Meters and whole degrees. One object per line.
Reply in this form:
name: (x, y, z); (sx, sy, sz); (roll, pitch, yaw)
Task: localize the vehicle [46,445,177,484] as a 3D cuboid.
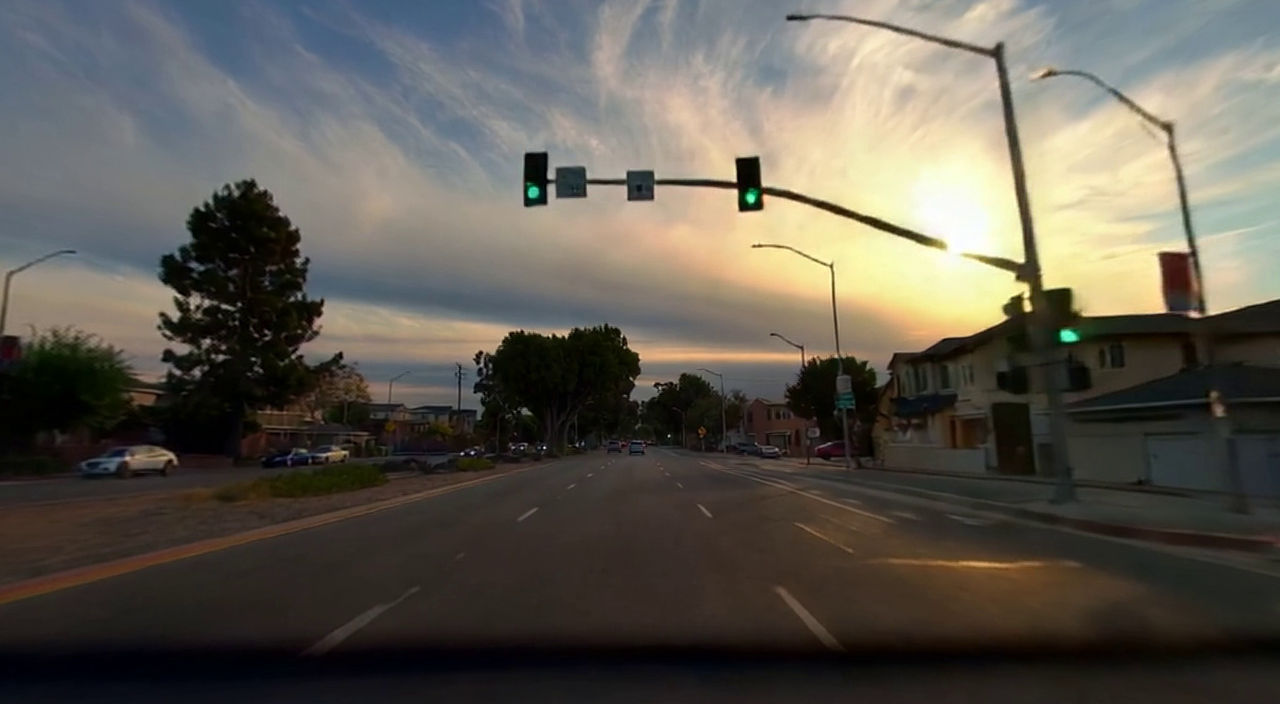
vehicle: (-25.136, 5.328, 30.353); (1.908, 1.719, 4.972); (0, -8, 1)

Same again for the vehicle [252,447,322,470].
vehicle: (-24.777, 7.474, 44.576); (1.916, 1.524, 4.993); (-1, -8, 3)
